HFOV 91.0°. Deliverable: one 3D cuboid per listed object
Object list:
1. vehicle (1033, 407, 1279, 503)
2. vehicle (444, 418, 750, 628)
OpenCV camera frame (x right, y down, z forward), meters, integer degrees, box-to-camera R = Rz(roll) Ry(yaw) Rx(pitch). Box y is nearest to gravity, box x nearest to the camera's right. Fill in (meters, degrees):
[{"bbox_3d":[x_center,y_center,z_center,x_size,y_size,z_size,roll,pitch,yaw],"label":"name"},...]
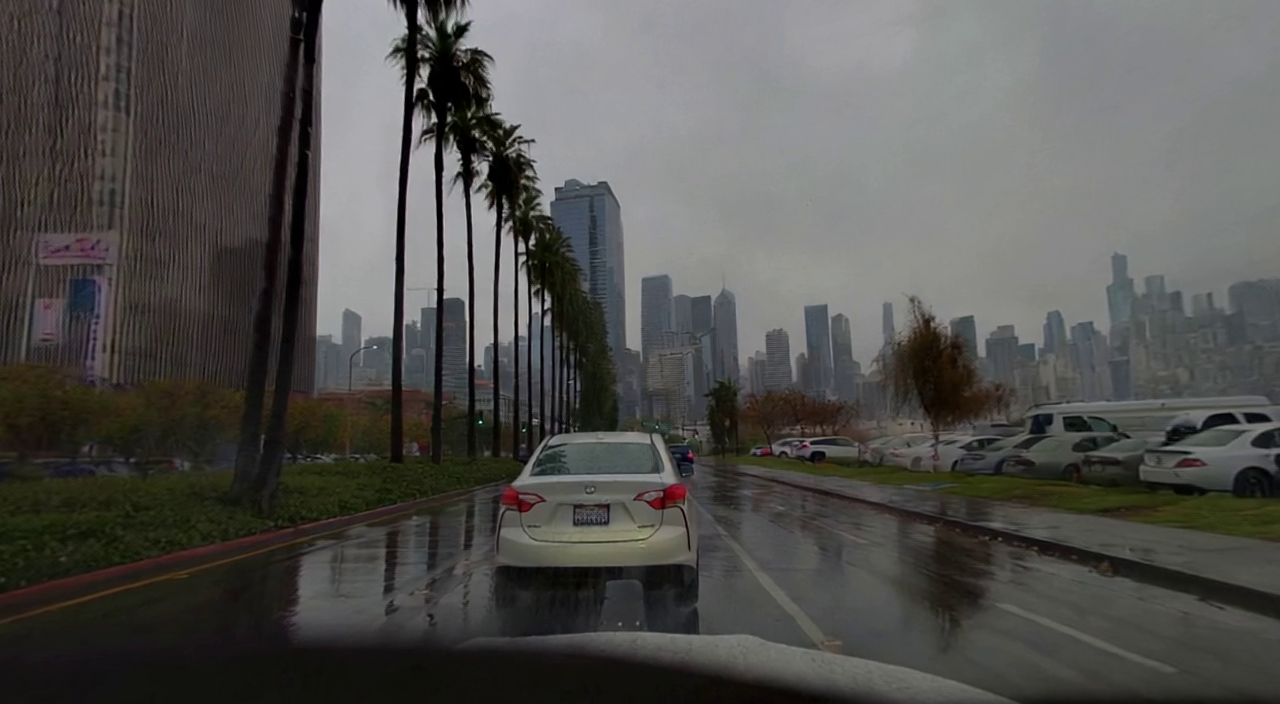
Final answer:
[{"bbox_3d":[12.907,2.405,14.986,5.301,1.962,2.431,-3,-8,4],"label":"vehicle"},{"bbox_3d":[-0.300,1.546,6.632,2.235,1.528,3.876,0,-8,1],"label":"vehicle"}]
